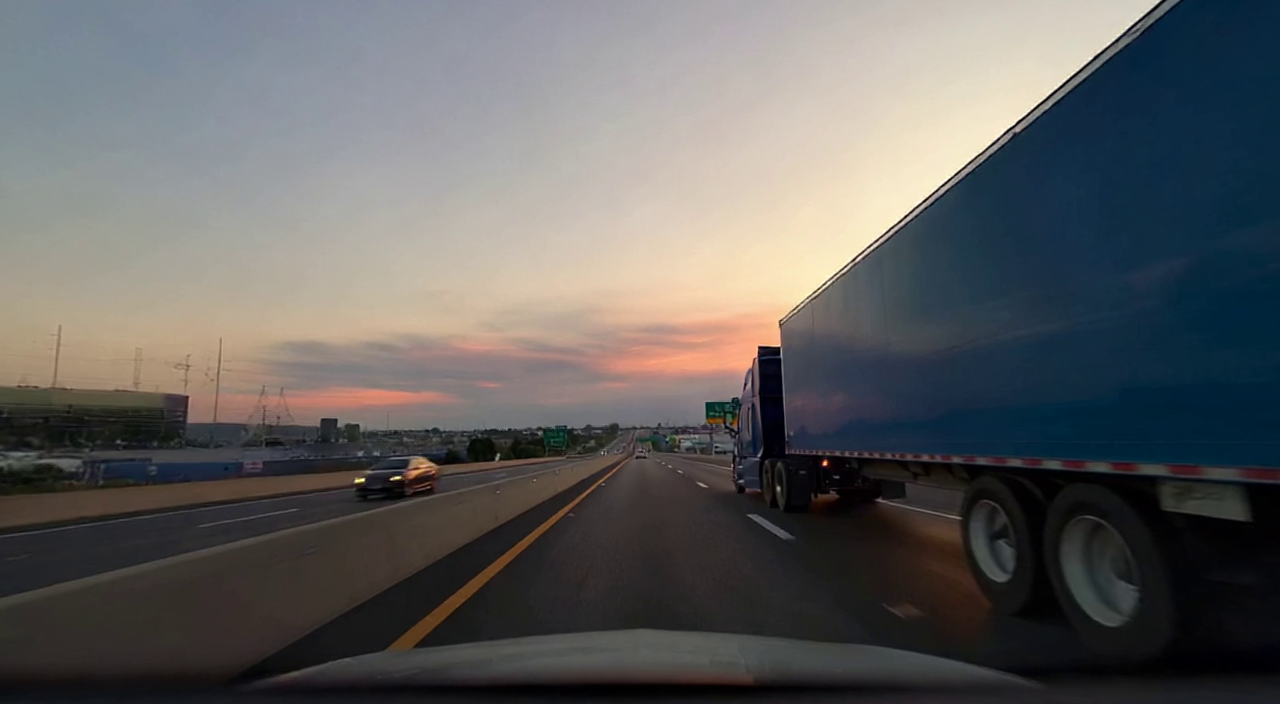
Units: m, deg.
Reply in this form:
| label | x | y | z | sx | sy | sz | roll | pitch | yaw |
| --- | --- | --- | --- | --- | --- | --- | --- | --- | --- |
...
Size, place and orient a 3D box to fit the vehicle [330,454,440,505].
| label | x | y | z | sx | sy | sz | roll | pitch | yaw |
| --- | --- | --- | --- | --- | --- | --- | --- | --- | --- |
| vehicle | -8.634 | 4.330 | 21.852 | 1.928 | 1.510 | 4.485 | 0 | -9 | 0 |

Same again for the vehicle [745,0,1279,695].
| label | x | y | z | sx | sy | sz | roll | pitch | yaw |
| --- | --- | --- | --- | --- | --- | --- | --- | --- | --- |
| vehicle | 4.291 | 0.767 | 9.998 | 2.937 | 4.082 | 12.918 | 0 | -9 | 0 |
